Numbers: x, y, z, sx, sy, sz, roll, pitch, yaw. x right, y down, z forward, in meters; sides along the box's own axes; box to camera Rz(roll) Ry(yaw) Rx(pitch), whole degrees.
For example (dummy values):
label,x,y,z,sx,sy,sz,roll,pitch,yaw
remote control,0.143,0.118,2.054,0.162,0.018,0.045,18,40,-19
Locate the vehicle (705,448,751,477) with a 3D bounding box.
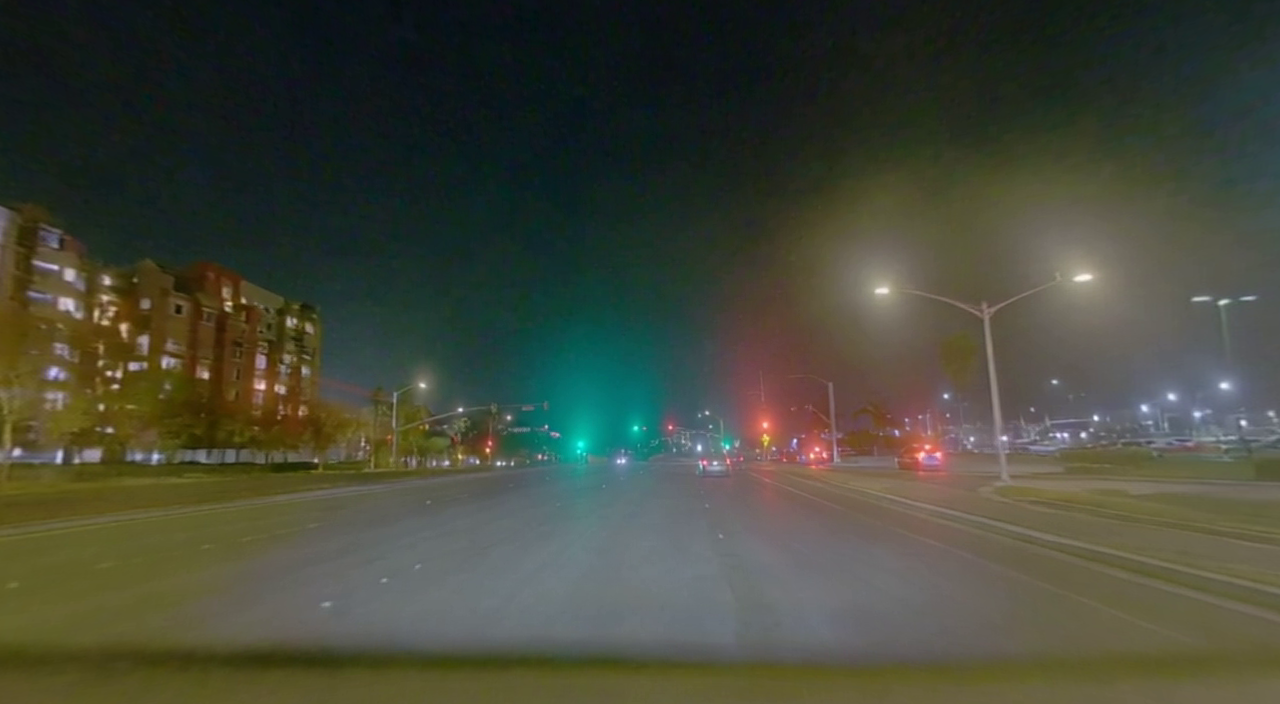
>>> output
label,x,y,z,sx,sy,sz,roll,pitch,yaw
vehicle,4.797,6.072,35.052,2.133,1.481,4.276,0,-9,2
